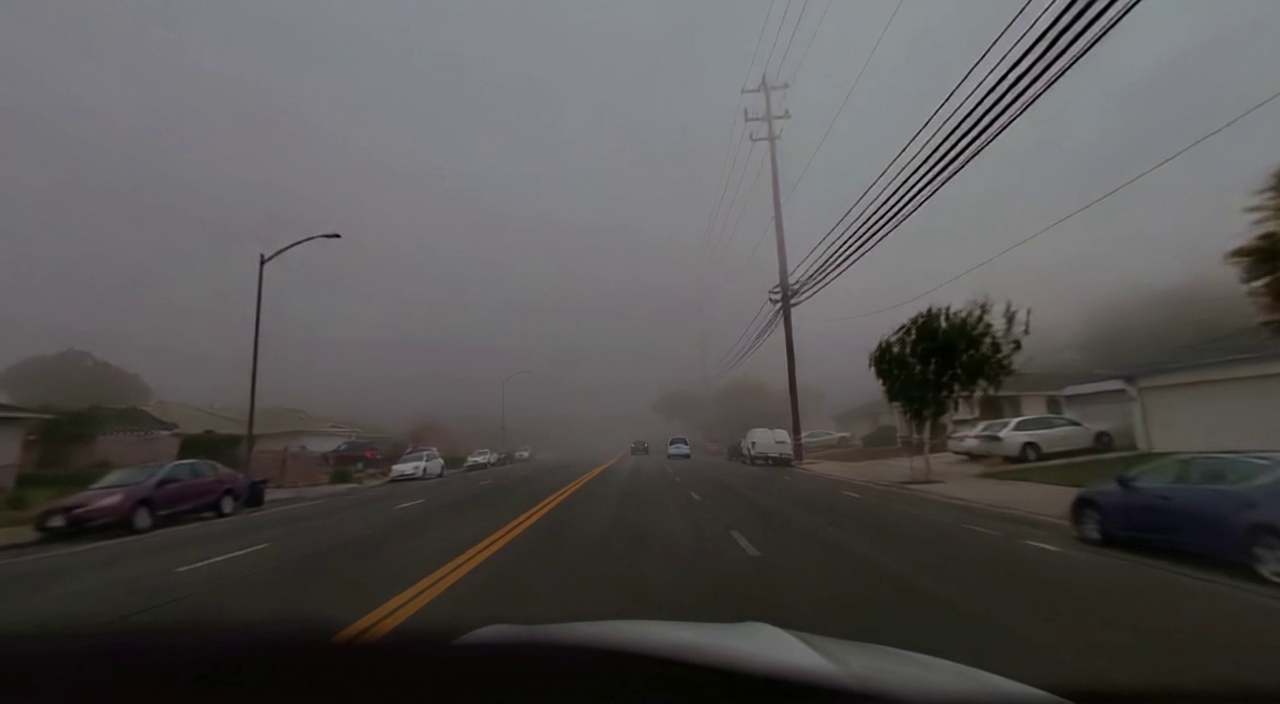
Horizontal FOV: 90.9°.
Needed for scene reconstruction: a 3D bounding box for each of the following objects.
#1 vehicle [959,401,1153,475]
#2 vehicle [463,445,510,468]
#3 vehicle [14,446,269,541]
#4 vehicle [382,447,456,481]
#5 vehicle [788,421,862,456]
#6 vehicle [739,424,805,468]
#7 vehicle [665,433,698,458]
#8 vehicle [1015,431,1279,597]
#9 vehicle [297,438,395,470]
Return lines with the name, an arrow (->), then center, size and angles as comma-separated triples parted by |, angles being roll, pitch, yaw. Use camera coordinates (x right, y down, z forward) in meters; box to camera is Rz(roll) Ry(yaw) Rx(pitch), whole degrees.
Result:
vehicle -> 12.830, 2.668, 19.683 | 4.496, 1.773, 1.972 | -5, -8, -1
vehicle -> -10.345, 7.046, 42.740 | 2.098, 1.503, 4.113 | 0, -8, 0
vehicle -> -10.552, 2.952, 13.948 | 1.965, 1.675, 4.577 | 0, -8, -2
vehicle -> -10.610, 5.395, 30.635 | 1.896, 1.495, 4.425 | 0, -8, 1
vehicle -> 12.898, 6.080, 44.126 | 4.305, 1.844, 2.135 | -7, -9, 1
vehicle -> 6.720, 4.885, 32.772 | 2.274, 2.090, 5.465 | 0, -8, 0
vehicle -> 3.043, 6.945, 47.003 | 2.070, 1.765, 4.731 | 0, -8, -1
vehicle -> 6.581, 1.608, 6.877 | 2.070, 1.428, 4.636 | 0, -8, -1
vehicle -> -17.551, 6.091, 37.813 | 4.745, 1.810, 2.197 | 0, -8, 2
